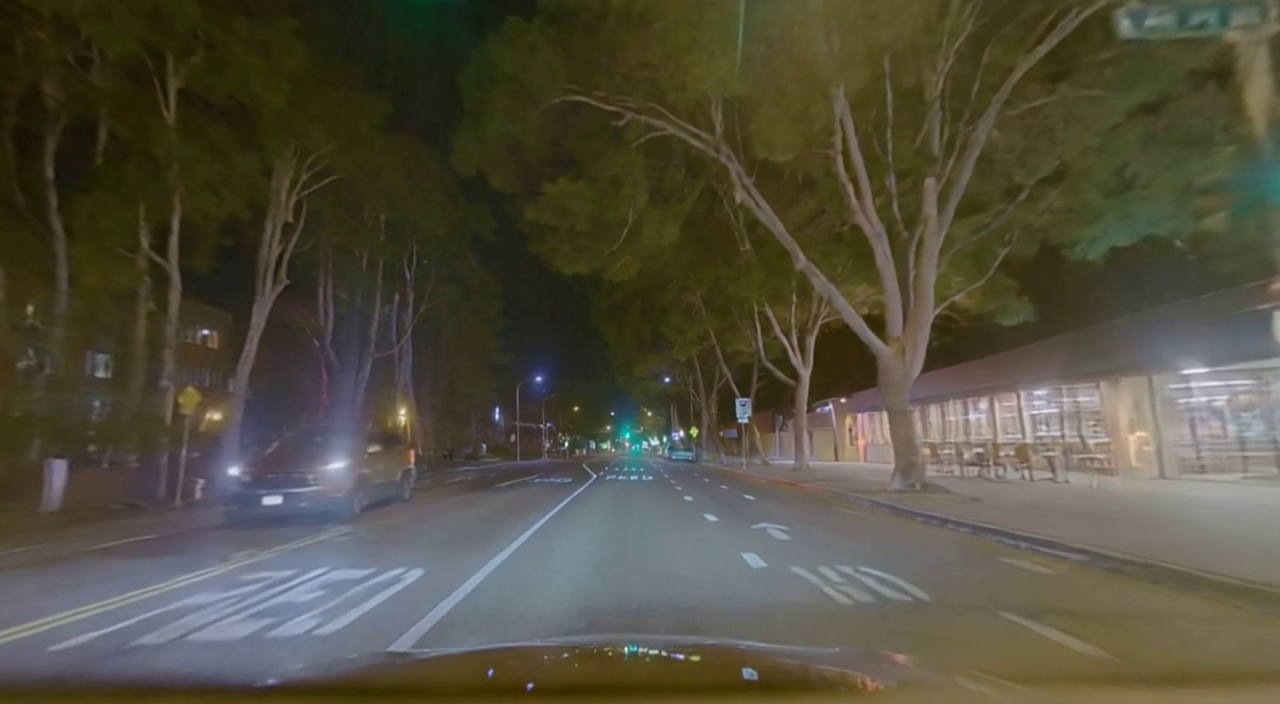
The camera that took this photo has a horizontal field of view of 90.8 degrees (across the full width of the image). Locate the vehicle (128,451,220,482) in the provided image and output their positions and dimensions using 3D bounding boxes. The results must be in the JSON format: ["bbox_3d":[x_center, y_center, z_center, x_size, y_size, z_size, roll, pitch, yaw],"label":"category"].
[{"bbox_3d":[-22.875,5.617,31.177,1.739,1.373,3.759,0,-9,-1],"label":"vehicle"}]

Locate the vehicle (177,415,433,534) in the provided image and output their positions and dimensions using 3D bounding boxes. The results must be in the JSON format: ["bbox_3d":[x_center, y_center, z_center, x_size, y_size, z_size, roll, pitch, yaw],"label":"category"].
[{"bbox_3d":[-6.409,2.404,13.110,2.545,1.943,5.168,0,-8,-1],"label":"vehicle"}]
